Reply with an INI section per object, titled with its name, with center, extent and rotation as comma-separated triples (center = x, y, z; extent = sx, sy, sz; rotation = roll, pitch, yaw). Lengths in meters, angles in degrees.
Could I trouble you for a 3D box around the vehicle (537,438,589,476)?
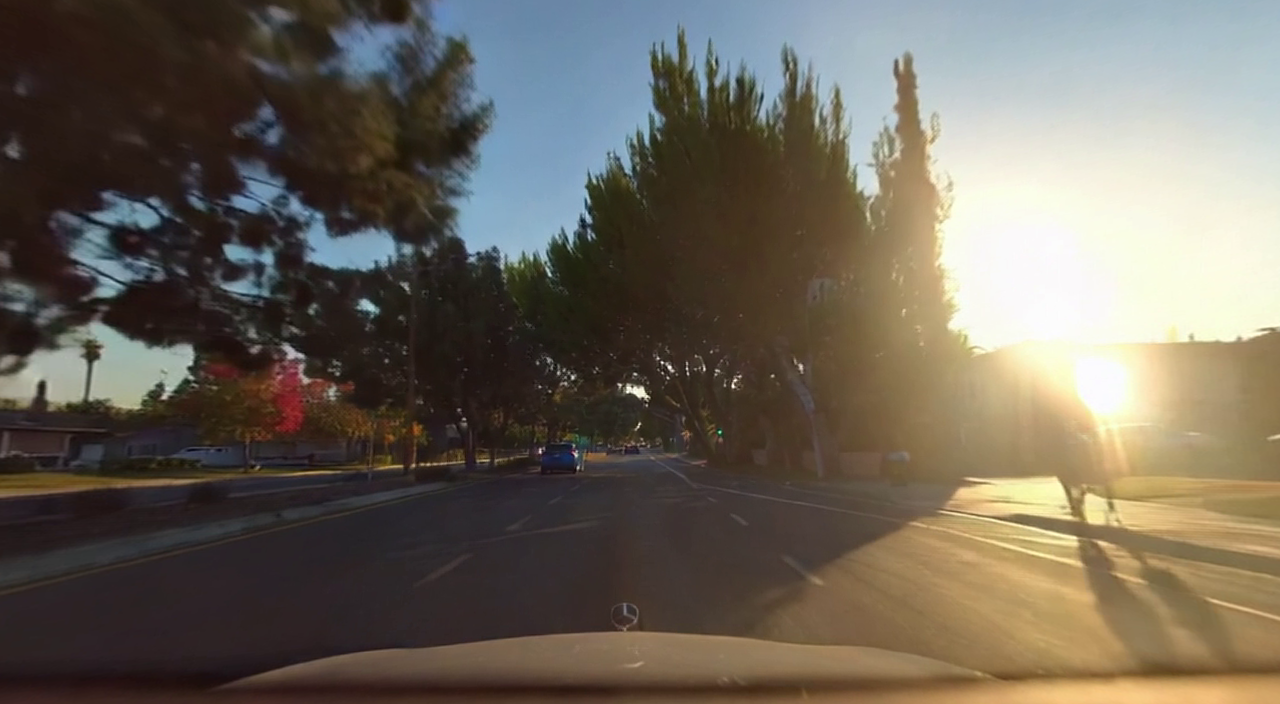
[vehicle]
center = -3.723, 5.148, 31.340
extent = 1.993, 1.733, 4.262
rotation = 0, -8, 1
